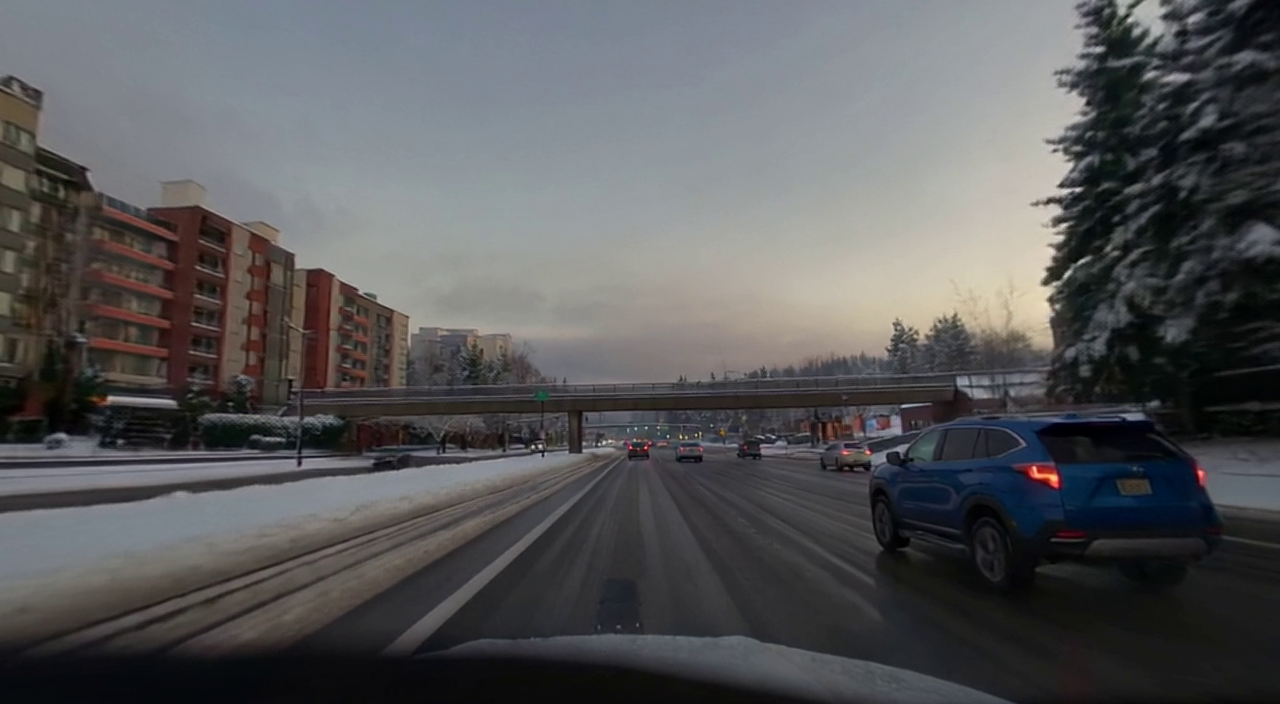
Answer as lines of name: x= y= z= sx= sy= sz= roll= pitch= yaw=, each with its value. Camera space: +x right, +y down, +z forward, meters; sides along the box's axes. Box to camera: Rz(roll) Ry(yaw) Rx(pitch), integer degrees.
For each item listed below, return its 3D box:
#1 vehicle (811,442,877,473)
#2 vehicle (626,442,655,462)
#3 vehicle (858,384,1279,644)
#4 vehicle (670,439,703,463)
vehicle: x=10.296 y=5.327 z=32.157 sx=1.888 sy=1.468 sz=4.175 roll=0 pitch=-8 yaw=-1
vehicle: x=0.039 y=7.878 z=49.876 sx=2.173 sy=1.498 sz=4.528 roll=0 pitch=-8 yaw=0
vehicle: x=4.175 y=1.424 z=6.642 sx=2.130 sy=1.741 sz=4.665 roll=0 pitch=-8 yaw=1
vehicle: x=3.482 y=7.483 z=47.904 sx=2.165 sy=1.708 sz=3.928 roll=0 pitch=-8 yaw=0
